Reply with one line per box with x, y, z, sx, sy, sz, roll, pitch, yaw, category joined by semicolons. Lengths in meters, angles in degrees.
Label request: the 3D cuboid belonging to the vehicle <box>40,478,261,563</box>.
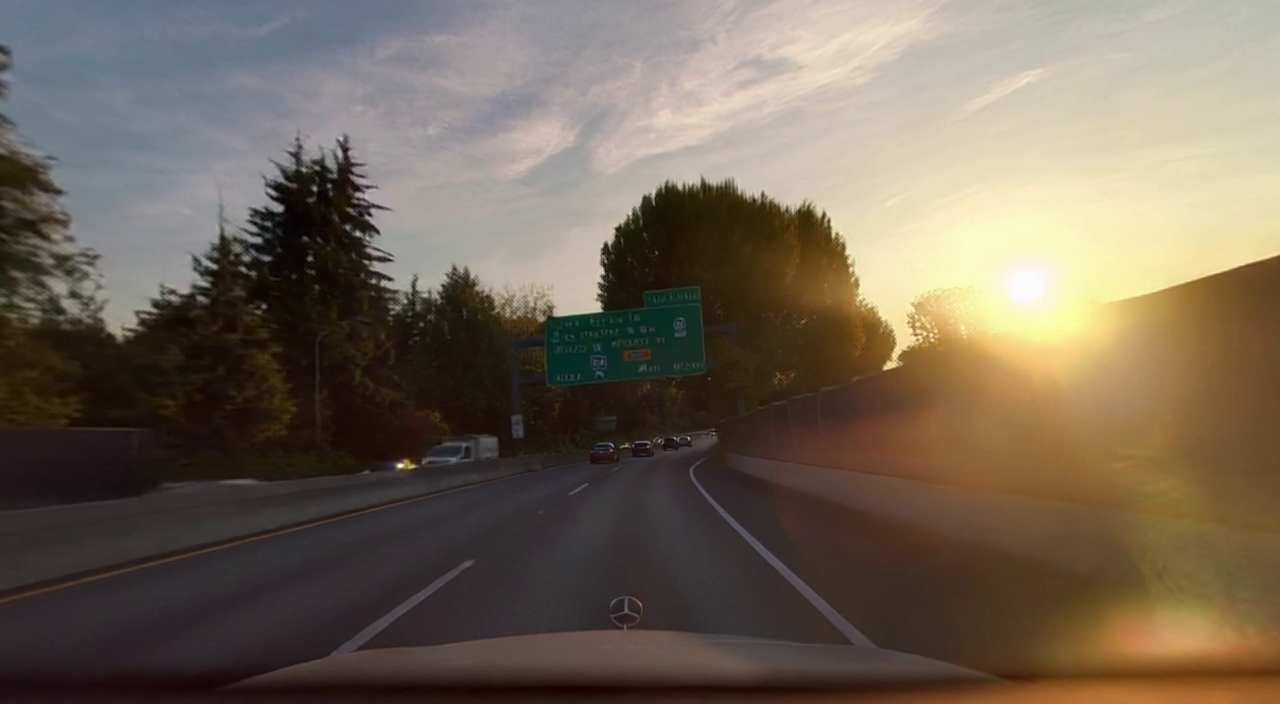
-10.856;3.716;14.418;1.793;1.414;4.022;0;-8;1;vehicle

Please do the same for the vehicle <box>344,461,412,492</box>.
-13.994;6.649;33.911;1.697;1.453;4.268;0;-8;3;vehicle

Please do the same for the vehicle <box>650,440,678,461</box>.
1.895;7.599;48.462;2.077;1.533;3.854;-1;-8;4;vehicle

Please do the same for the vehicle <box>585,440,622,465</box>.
-2.333;6.548;41.111;1.985;1.518;3.847;-1;-8;4;vehicle

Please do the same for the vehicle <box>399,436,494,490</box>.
-10.237;5.902;34.163;2.476;2.598;7.227;-1;-8;3;vehicle
